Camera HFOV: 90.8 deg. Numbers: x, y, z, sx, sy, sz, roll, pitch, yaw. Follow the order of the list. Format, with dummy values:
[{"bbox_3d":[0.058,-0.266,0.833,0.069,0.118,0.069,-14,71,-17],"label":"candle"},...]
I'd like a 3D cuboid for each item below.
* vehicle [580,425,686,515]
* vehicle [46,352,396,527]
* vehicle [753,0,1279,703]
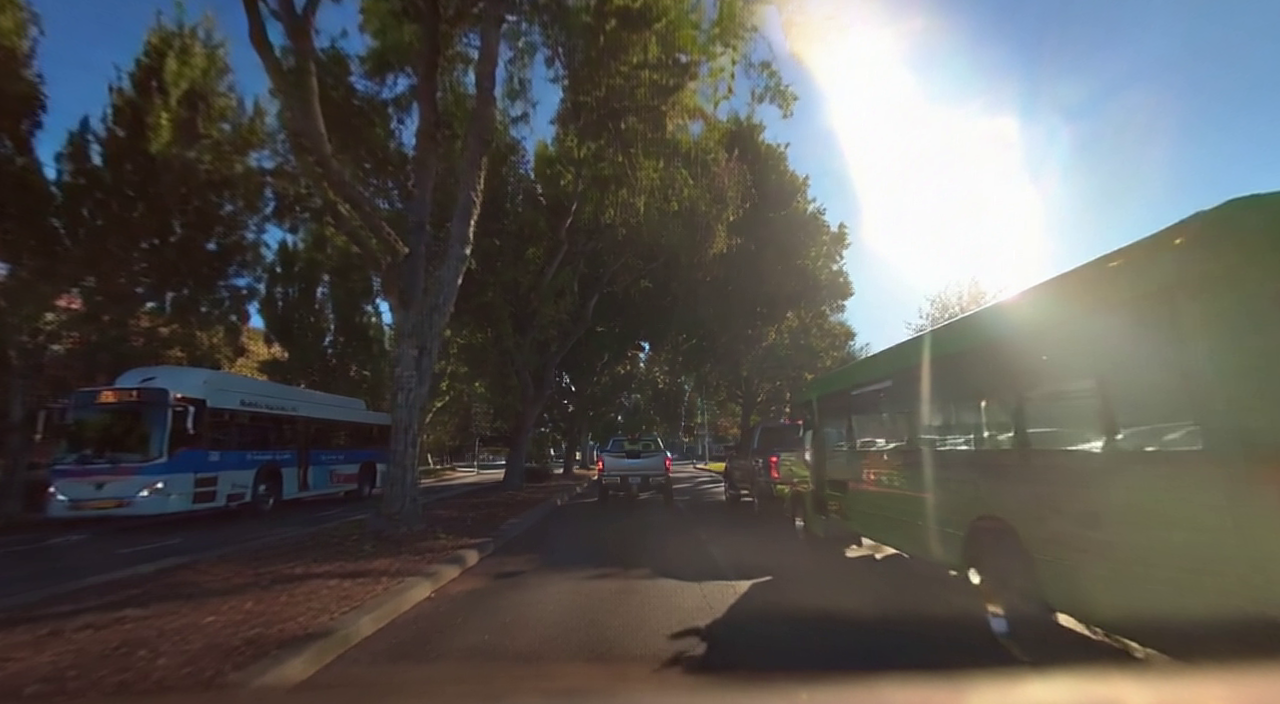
[{"bbox_3d":[-0.135,2.867,15.922,2.157,1.816,5.804,0,-9,0],"label":"vehicle"},{"bbox_3d":[-12.111,2.947,20.989,2.996,4.022,12.692,0,-9,-1],"label":"vehicle"},{"bbox_3d":[3.840,0.729,6.471,3.088,3.057,10.503,0,-9,-2],"label":"vehicle"}]
